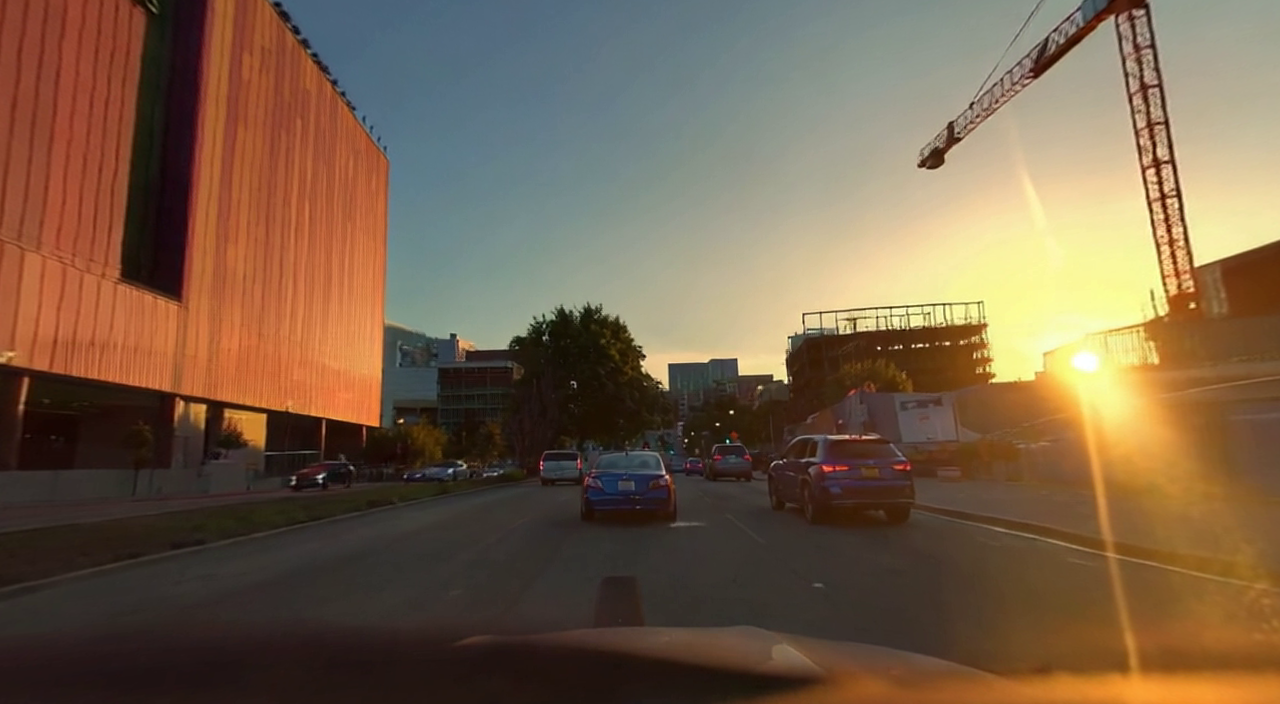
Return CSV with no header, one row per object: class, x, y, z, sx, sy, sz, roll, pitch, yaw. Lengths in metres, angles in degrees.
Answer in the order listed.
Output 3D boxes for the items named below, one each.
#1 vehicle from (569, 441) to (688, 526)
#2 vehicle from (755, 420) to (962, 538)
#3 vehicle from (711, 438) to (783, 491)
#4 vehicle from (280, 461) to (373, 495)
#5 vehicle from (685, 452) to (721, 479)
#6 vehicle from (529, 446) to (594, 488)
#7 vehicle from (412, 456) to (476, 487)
vehicle,-0.161,2.674,13.438,2.131,1.496,4.193,0,-8,1
vehicle,3.827,2.319,12.250,2.185,1.797,4.934,0,-8,-1
vehicle,4.166,4.452,25.485,2.124,1.896,4.914,0,-8,1
vehicle,-15.707,6.323,31.999,2.078,1.496,4.769,-1,-8,3
vehicle,4.196,7.646,42.661,2.115,1.636,4.104,0,-8,2
vehicle,-3.434,5.144,28.617,2.201,1.691,4.305,-1,-8,3
vehicle,-11.919,7.268,38.707,2.202,1.714,4.509,-1,-8,4
